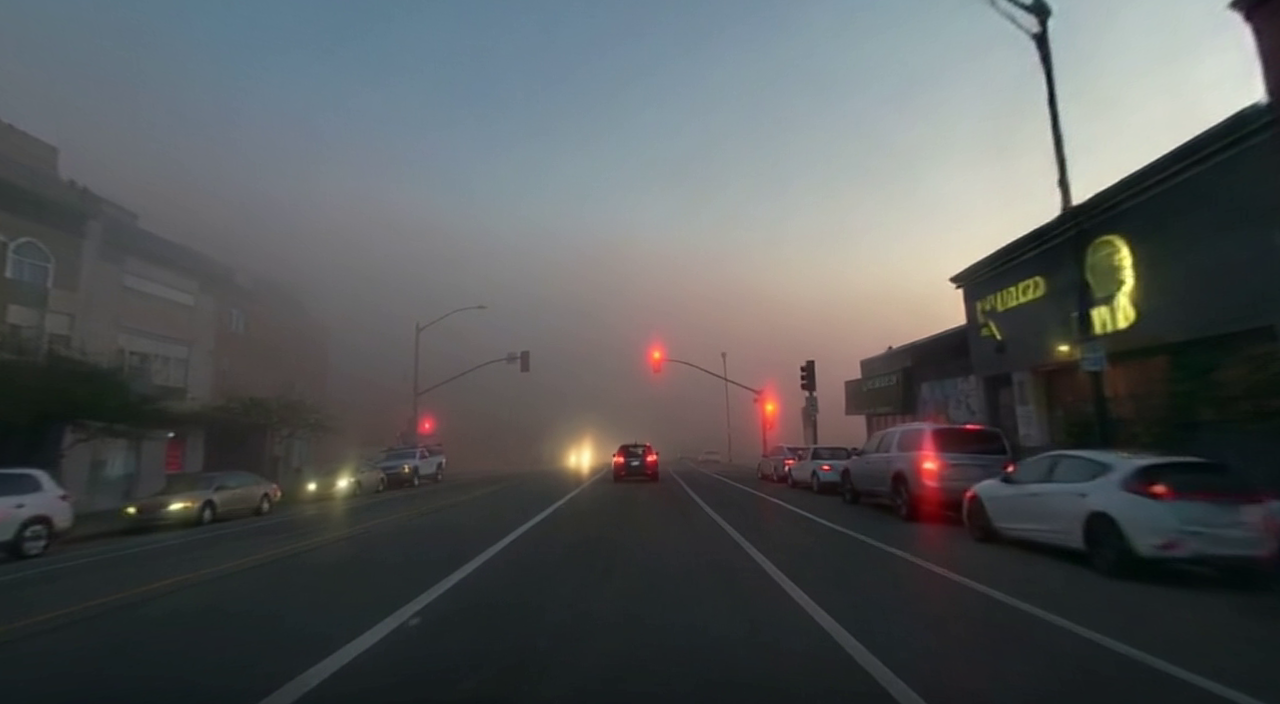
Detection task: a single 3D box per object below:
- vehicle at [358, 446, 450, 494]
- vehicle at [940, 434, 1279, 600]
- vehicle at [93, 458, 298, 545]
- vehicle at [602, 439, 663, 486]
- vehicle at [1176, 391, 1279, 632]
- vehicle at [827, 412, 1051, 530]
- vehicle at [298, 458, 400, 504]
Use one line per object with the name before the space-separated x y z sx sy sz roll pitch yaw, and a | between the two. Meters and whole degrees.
vehicle | -11.293 5.641 30.807 2.240 2.052 5.872 0 -8 0
vehicle | 5.850 1.839 8.030 1.854 1.498 4.295 0 -8 -1
vehicle | -11.109 3.697 16.289 1.920 1.498 4.591 -5 -6 2
vehicle | -0.269 4.111 23.762 2.086 1.575 4.205 0 -8 0
vehicle | 5.861 0.928 2.929 1.957 1.806 5.369 0 -8 -1
vehicle | 5.794 2.373 13.187 2.201 1.972 4.845 0 -8 -1
vehicle | -11.109 4.929 24.562 1.868 1.502 4.626 0 -8 -1
